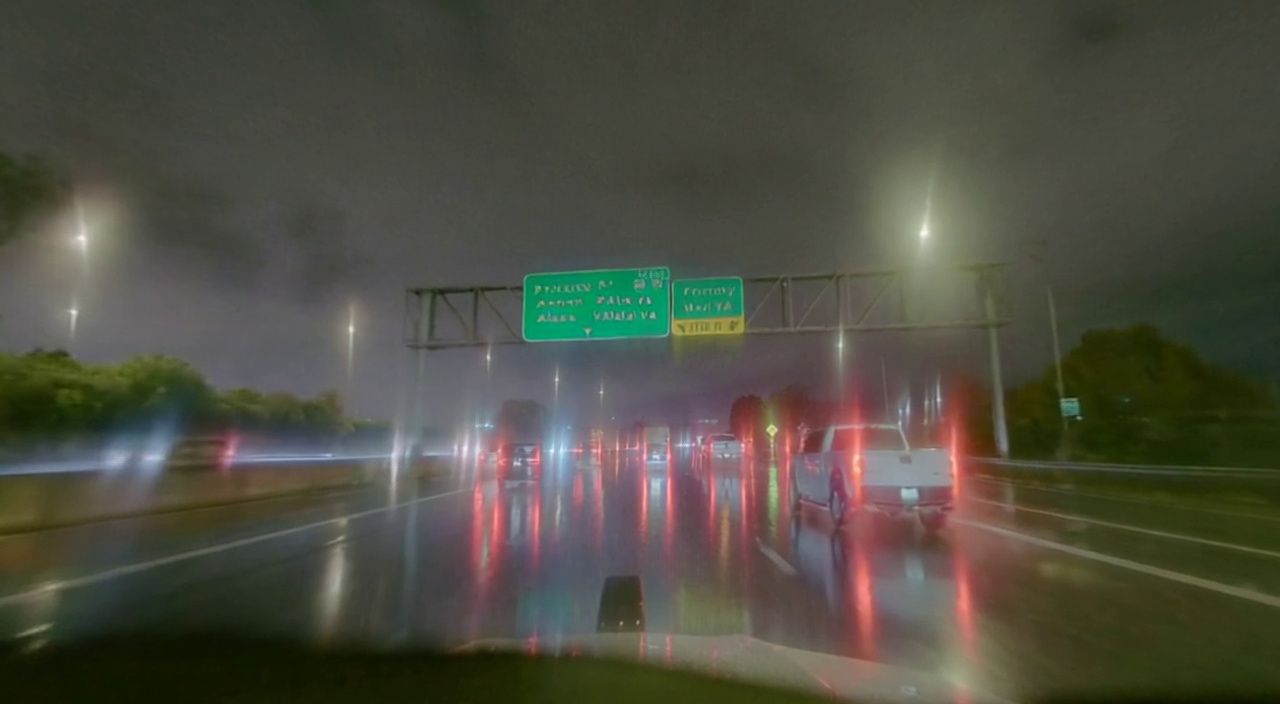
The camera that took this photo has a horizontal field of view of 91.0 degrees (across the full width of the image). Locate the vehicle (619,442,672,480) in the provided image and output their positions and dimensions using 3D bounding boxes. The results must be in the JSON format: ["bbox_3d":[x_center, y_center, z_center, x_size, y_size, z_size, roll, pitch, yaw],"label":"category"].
[{"bbox_3d":[0.254,4.627,26.930,2.071,1.478,4.130,0,-9,1],"label":"vehicle"}]

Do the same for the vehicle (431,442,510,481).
[{"bbox_3d":[-7.287,4.750,27.582,2.065,1.519,4.491,0,-9,2],"label":"vehicle"}]

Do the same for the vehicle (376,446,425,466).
[{"bbox_3d":[-18.532,8.069,48.900,1.851,1.502,4.485,-1,-9,3],"label":"vehicle"}]

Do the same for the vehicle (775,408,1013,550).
[{"bbox_3d":[3.649,1.925,10.102,2.045,1.768,4.249,0,-9,0],"label":"vehicle"}]

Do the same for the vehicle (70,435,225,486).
[{"bbox_3d":[-20.010,4.432,25.974,2.176,1.901,5.057,0,-9,2],"label":"vehicle"}]

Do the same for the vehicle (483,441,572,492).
[{"bbox_3d":[-3.612,3.760,21.049,1.996,1.488,4.451,0,-9,2],"label":"vehicle"}]

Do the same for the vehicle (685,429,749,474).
[{"bbox_3d":[4.009,5.371,34.047,2.802,2.151,6.579,0,-9,2],"label":"vehicle"}]
